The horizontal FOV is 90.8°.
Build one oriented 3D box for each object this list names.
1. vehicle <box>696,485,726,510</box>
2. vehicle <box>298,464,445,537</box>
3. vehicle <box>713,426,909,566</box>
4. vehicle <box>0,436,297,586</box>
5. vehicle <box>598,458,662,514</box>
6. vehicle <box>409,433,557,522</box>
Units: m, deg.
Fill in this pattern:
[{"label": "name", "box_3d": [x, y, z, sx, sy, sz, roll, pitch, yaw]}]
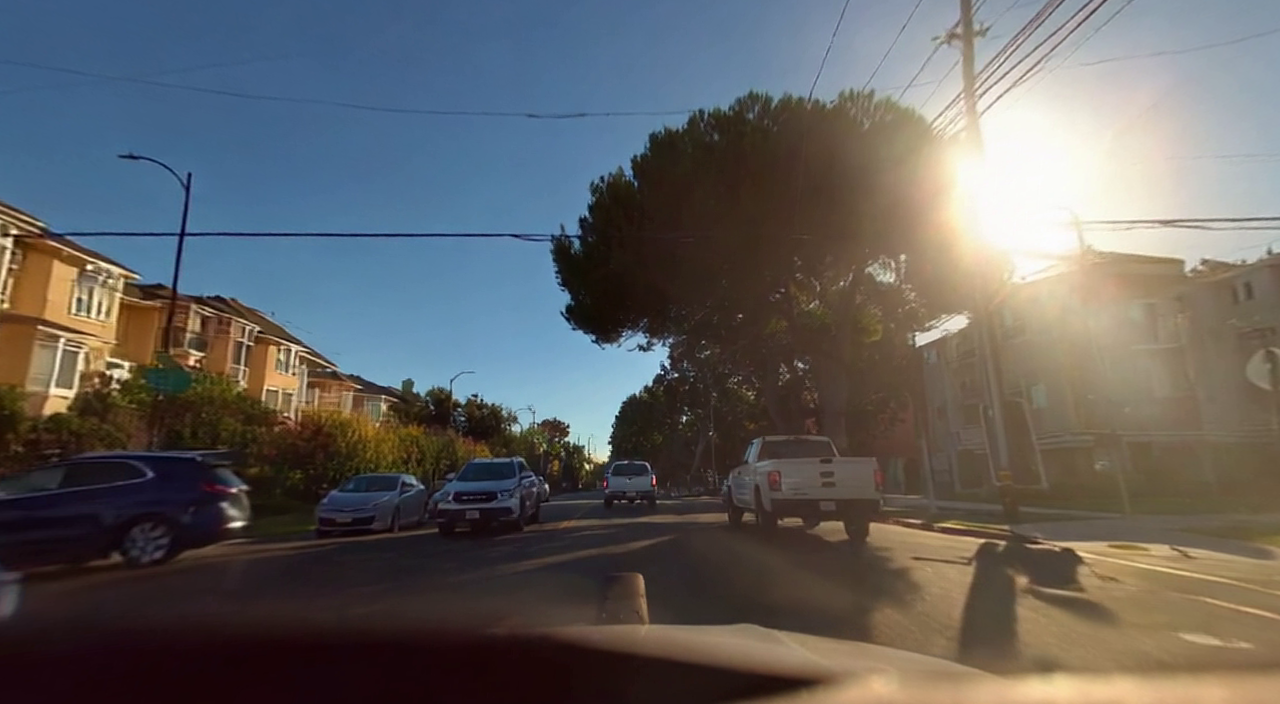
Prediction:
[{"label": "vehicle", "box_3d": [5.153, 10.593, 46.137, 1.725, 1.442, 3.740, 0, -8, 0]}, {"label": "vehicle", "box_3d": [-6.662, 3.698, 16.281, 1.881, 1.464, 4.379, 0, -8, 0]}, {"label": "vehicle", "box_3d": [2.657, 2.347, 11.217, 2.027, 1.907, 4.736, 0, -8, -2]}, {"label": "vehicle", "box_3d": [-7.381, 1.985, 8.360, 4.564, 1.696, 2.024, 3, -9, -16]}, {"label": "vehicle", "box_3d": [-0.339, 5.350, 24.908, 2.308, 1.940, 4.125, -1, -14, 1]}, {"label": "vehicle", "box_3d": [-3.705, 3.338, 16.421, 2.330, 1.859, 6.068, 0, -13, -1]}]
